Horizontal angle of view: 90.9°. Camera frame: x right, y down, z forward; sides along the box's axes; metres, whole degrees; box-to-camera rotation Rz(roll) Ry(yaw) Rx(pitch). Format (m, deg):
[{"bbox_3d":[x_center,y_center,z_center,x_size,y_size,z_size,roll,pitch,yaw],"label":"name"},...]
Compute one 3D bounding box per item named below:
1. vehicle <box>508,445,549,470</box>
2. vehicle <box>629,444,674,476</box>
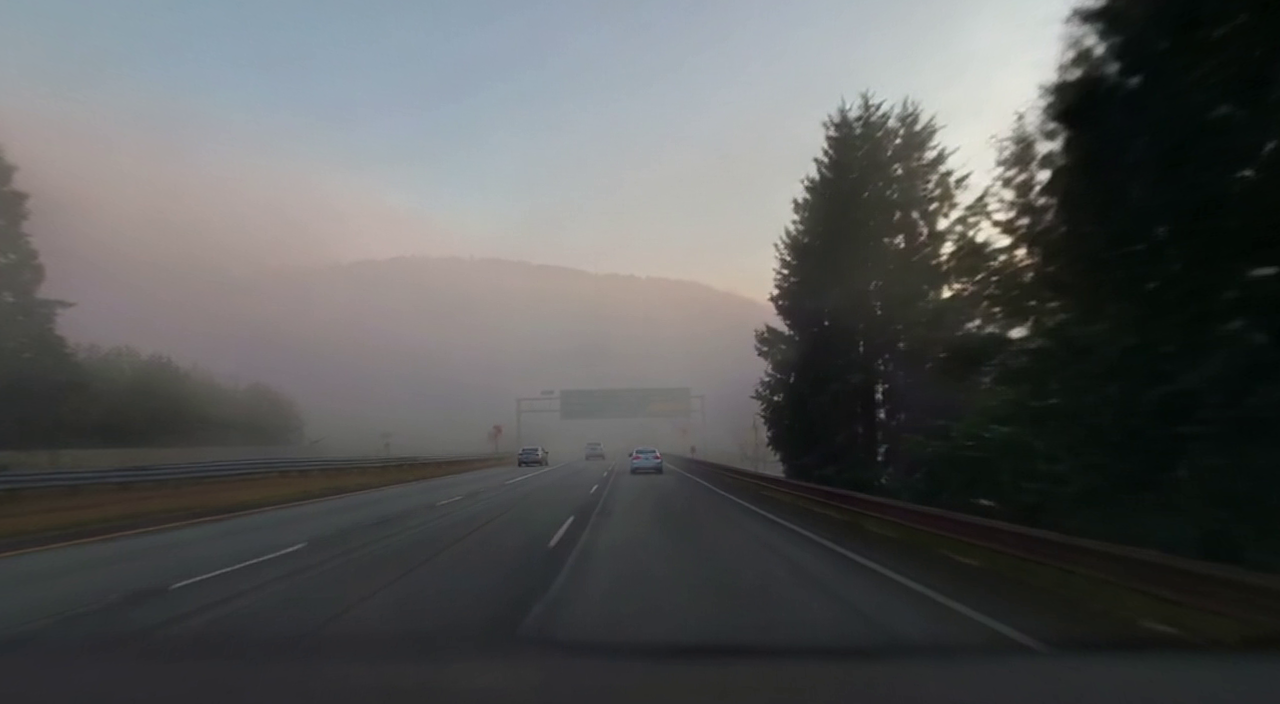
[{"bbox_3d":[-7.008,6.688,39.899,1.955,1.468,3.637,0,-9,-1],"label":"vehicle"},{"bbox_3d":[0.489,5.368,31.497,2.019,1.475,4.301,0,-9,-2],"label":"vehicle"}]
